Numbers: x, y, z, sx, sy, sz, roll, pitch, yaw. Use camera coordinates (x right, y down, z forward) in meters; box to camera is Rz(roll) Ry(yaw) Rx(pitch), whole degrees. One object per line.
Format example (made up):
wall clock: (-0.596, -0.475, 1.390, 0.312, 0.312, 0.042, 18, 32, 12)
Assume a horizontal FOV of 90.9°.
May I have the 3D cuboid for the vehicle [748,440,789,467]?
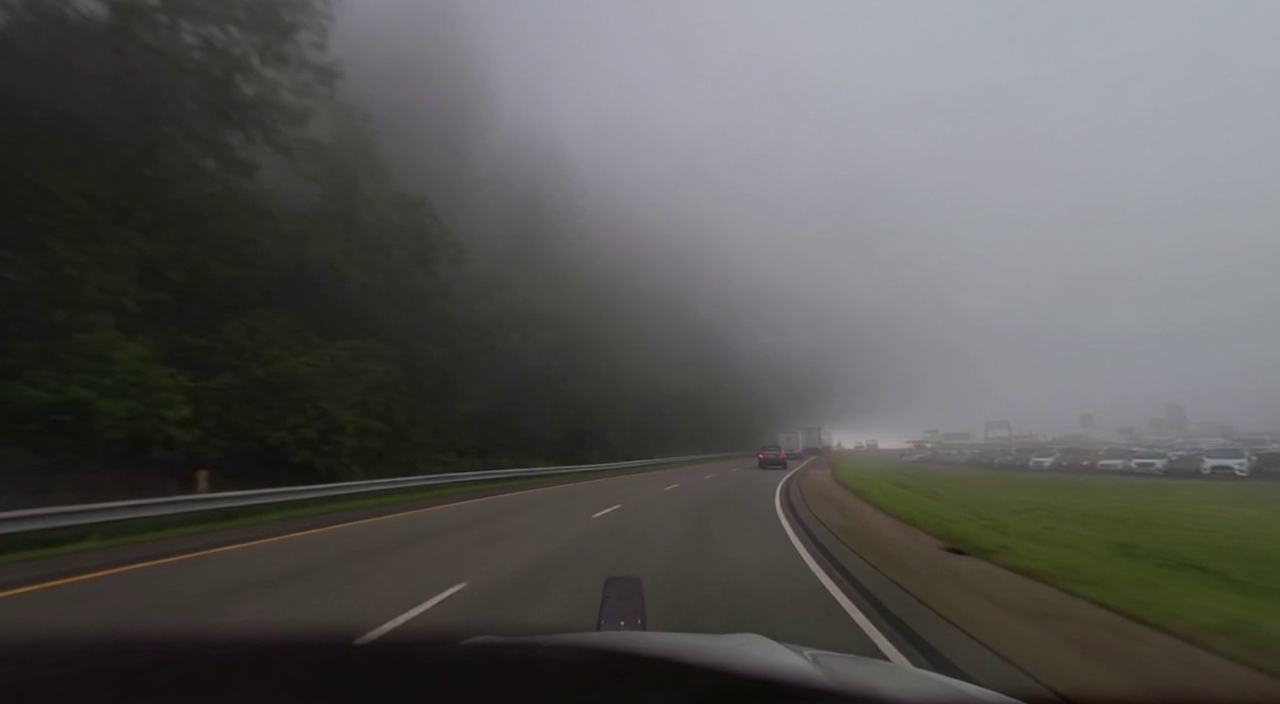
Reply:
vehicle: (8.587, 6.713, 41.825, 2.221, 1.674, 4.325, -3, -9, 16)
